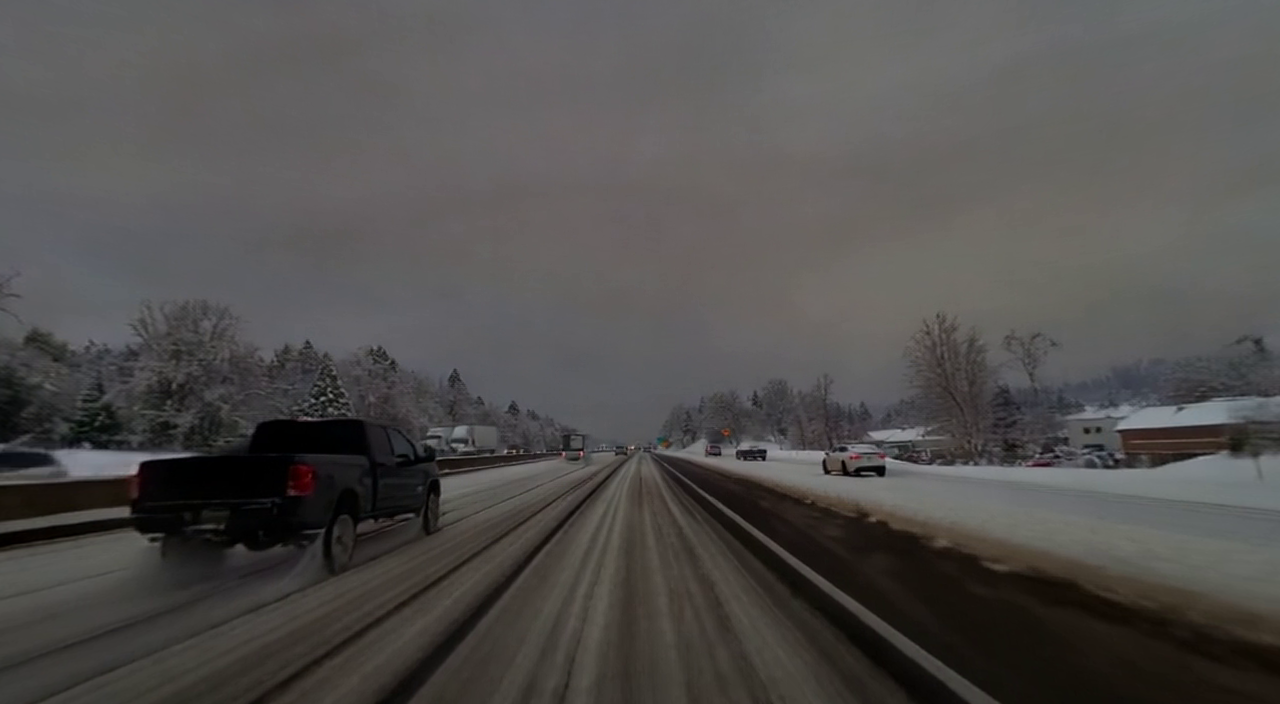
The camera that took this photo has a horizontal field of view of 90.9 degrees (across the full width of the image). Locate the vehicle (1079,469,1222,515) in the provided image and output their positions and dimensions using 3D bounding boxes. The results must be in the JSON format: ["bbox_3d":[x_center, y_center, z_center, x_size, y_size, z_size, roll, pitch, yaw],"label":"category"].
[{"bbox_3d":[29.365,8.110,36.527,5.938,2.070,2.138,-5,-5,11],"label":"vehicle"}]

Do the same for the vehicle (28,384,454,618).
[{"bbox_3d":[-4.007,1.584,7.674,1.994,1.911,4.819,0,-9,0],"label":"vehicle"}]

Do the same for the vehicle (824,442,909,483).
[{"bbox_3d":[9.697,4.747,27.389,1.971,1.638,4.295,0,-9,-1],"label":"vehicle"}]
